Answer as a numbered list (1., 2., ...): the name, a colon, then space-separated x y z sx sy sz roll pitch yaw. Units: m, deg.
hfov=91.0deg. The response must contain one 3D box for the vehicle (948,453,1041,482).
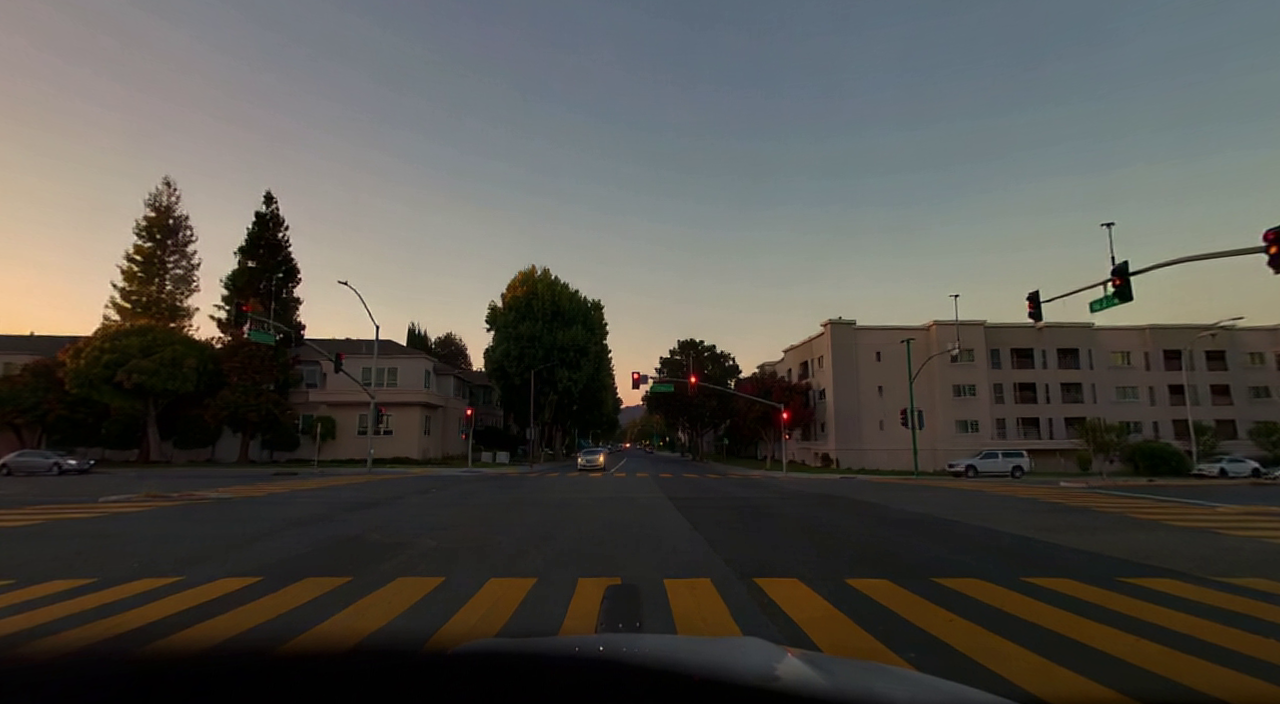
1. vehicle: 21.102 6.862 37.589 4.447 1.623 1.801 0 -9 -3

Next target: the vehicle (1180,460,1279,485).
1. vehicle: 36.226 7.310 38.297 4.976 1.428 1.929 0 -8 -2

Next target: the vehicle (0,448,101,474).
1. vehicle: -35.129 6.423 37.189 4.741 1.447 1.807 0 -9 0

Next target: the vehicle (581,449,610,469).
1. vehicle: -3.438 8.359 49.215 1.908 1.441 4.142 0 -8 1
